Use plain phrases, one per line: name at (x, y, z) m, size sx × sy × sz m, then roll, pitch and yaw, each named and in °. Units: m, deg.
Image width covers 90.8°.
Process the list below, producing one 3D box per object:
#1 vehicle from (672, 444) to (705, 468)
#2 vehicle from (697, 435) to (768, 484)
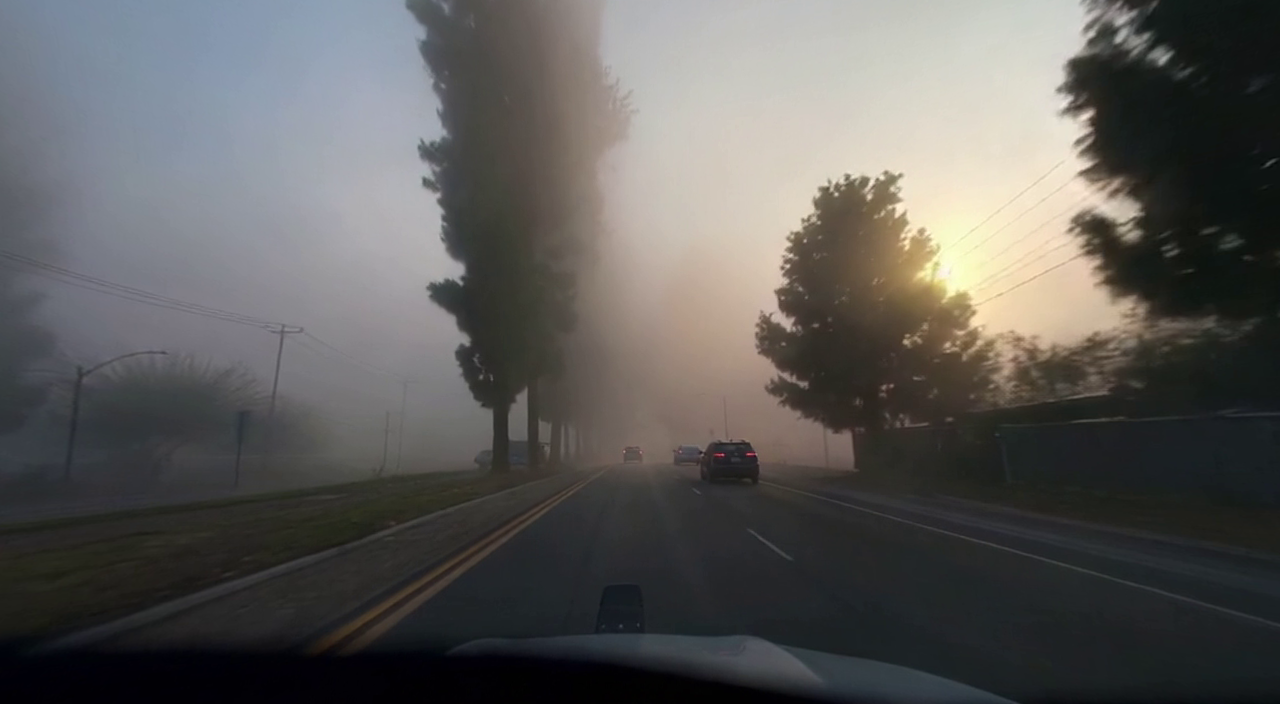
vehicle at (3.451, 7.482, 45.528) m, size 2.012 × 1.653 × 4.115 m, roll 0°, pitch -8°, yaw -1°
vehicle at (3.703, 4.431, 26.267) m, size 2.112 × 1.825 × 4.574 m, roll 0°, pitch -8°, yaw -2°
